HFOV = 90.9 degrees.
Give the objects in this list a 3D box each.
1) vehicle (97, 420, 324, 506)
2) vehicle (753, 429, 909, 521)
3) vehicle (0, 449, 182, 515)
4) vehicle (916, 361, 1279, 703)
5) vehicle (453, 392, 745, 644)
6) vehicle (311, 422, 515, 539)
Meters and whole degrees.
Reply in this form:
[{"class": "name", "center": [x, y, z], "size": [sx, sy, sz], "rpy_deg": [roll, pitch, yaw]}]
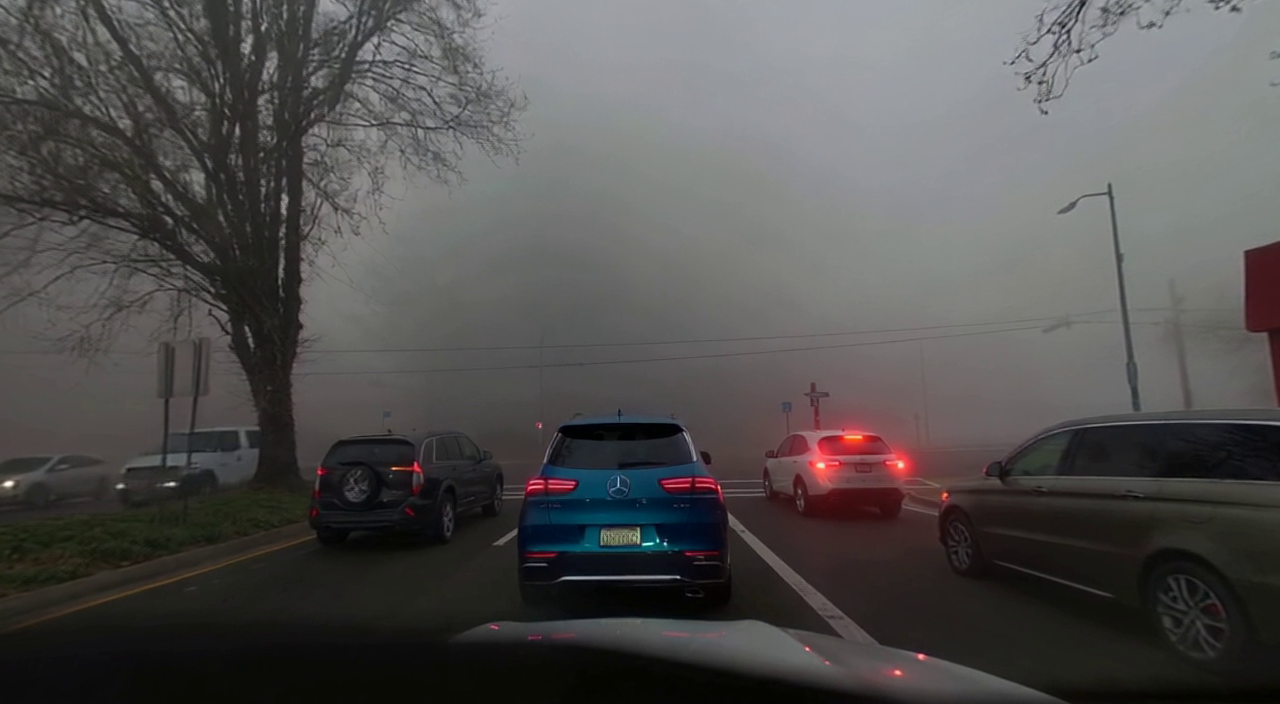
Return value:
[{"class": "vehicle", "center": [-12.231, 3.208, 18.740], "size": [2.405, 2.098, 5.888], "rpy_deg": [0, -8, 2]}, {"class": "vehicle", "center": [3.648, 2.409, 12.827], "size": [1.847, 1.554, 3.885], "rpy_deg": [0, -8, -2]}, {"class": "vehicle", "center": [-15.890, 3.558, 17.902], "size": [2.057, 1.540, 4.884], "rpy_deg": [0, -8, 1]}, {"class": "vehicle", "center": [4.143, 1.226, 5.095], "size": [2.014, 1.740, 4.515], "rpy_deg": [-1, -8, 4]}, {"class": "vehicle", "center": [-0.164, 1.439, 6.466], "size": [2.022, 1.700, 4.084], "rpy_deg": [0, -8, 4]}, {"class": "vehicle", "center": [-3.777, 2.204, 11.472], "size": [2.012, 1.701, 4.316], "rpy_deg": [0, -8, 1]}]
